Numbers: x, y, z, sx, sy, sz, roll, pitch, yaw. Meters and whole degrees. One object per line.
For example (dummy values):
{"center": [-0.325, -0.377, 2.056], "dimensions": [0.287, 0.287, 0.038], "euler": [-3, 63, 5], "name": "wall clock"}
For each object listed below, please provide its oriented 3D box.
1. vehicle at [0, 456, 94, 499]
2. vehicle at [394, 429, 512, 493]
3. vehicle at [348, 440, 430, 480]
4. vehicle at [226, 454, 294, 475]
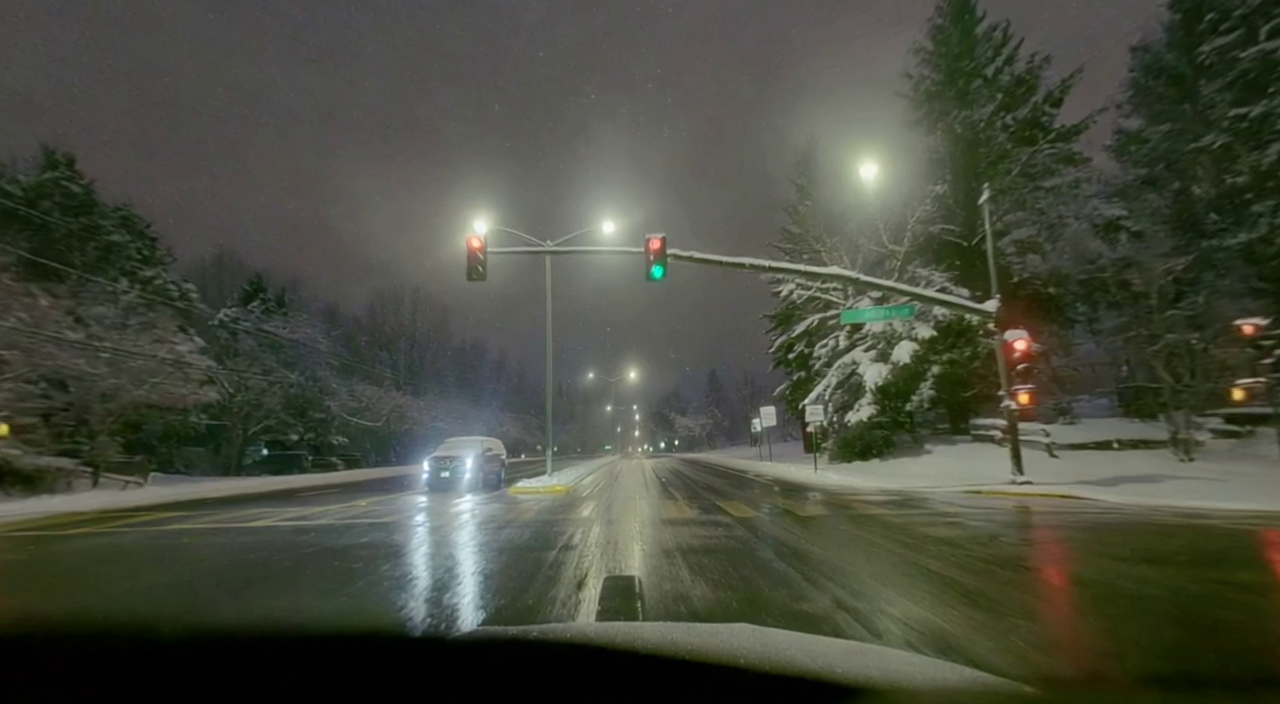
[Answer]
{"center": [-27.206, 5.465, 27.604], "dimensions": [4.804, 1.685, 1.996], "euler": [0, -8, 0], "name": "vehicle"}
{"center": [-6.060, 3.637, 21.488], "dimensions": [2.084, 1.823, 6.226], "euler": [0, -8, 0], "name": "vehicle"}
{"center": [-12.222, 5.268, 31.126], "dimensions": [2.208, 1.821, 4.552], "euler": [0, -8, -1], "name": "vehicle"}
{"center": [-27.557, 8.184, 45.859], "dimensions": [3.754, 1.437, 1.747], "euler": [0, -8, -1], "name": "vehicle"}
